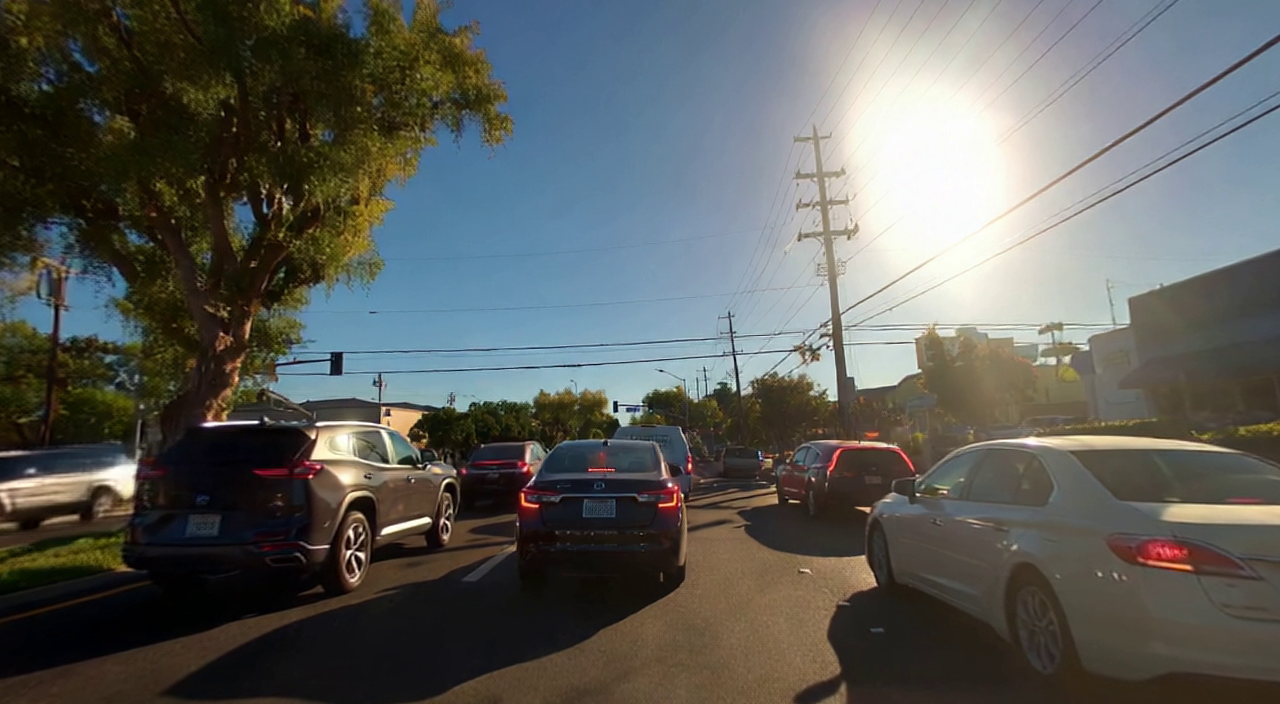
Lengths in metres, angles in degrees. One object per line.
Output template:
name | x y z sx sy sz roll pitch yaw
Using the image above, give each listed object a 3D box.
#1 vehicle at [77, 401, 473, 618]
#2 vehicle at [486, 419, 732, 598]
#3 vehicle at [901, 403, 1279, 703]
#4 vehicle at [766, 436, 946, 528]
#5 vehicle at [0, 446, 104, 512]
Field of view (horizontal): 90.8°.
vehicle | -3.453 1.556 7.185 1.979 1.697 4.254 0 -9 -1
vehicle | -0.324 1.631 7.397 2.097 1.511 3.809 0 -9 -2
vehicle | 3.661 1.185 4.139 1.929 1.479 4.723 0 -9 1
vehicle | 3.933 2.427 12.412 1.909 1.473 4.361 0 -9 -1
vehicle | -20.580 4.084 20.662 1.883 2.020 4.700 0 -8 1
